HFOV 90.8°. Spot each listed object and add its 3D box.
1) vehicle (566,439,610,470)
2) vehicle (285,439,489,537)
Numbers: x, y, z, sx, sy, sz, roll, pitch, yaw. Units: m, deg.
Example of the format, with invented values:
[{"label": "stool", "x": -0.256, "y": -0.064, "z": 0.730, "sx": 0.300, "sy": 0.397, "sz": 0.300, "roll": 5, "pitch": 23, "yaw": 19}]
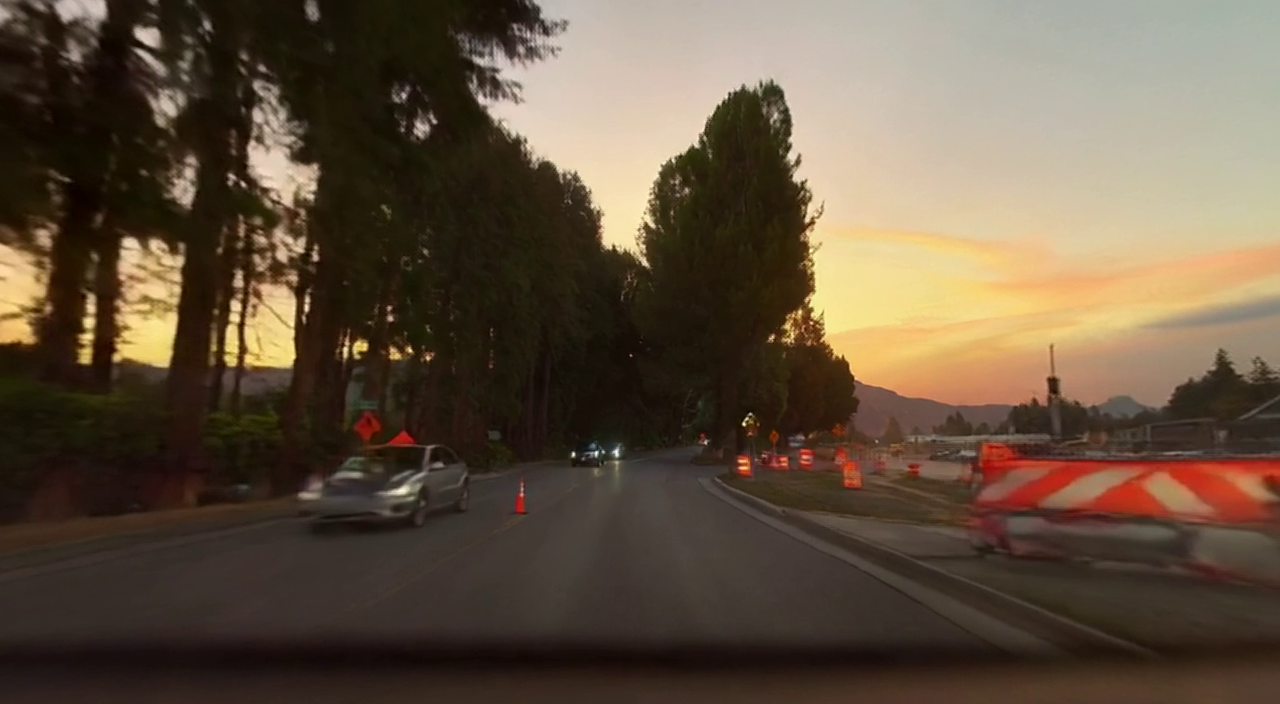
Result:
[{"label": "vehicle", "x": -3.411, "y": 6.877, "z": 42.424, "sx": 2.119, "sy": 1.935, "sz": 4.881, "roll": -1, "pitch": -9, "yaw": 5}, {"label": "vehicle", "x": -4.408, "y": 2.428, "z": 11.875, "sx": 1.964, "sy": 1.481, "sz": 4.199, "roll": -1, "pitch": -9, "yaw": 2}]
